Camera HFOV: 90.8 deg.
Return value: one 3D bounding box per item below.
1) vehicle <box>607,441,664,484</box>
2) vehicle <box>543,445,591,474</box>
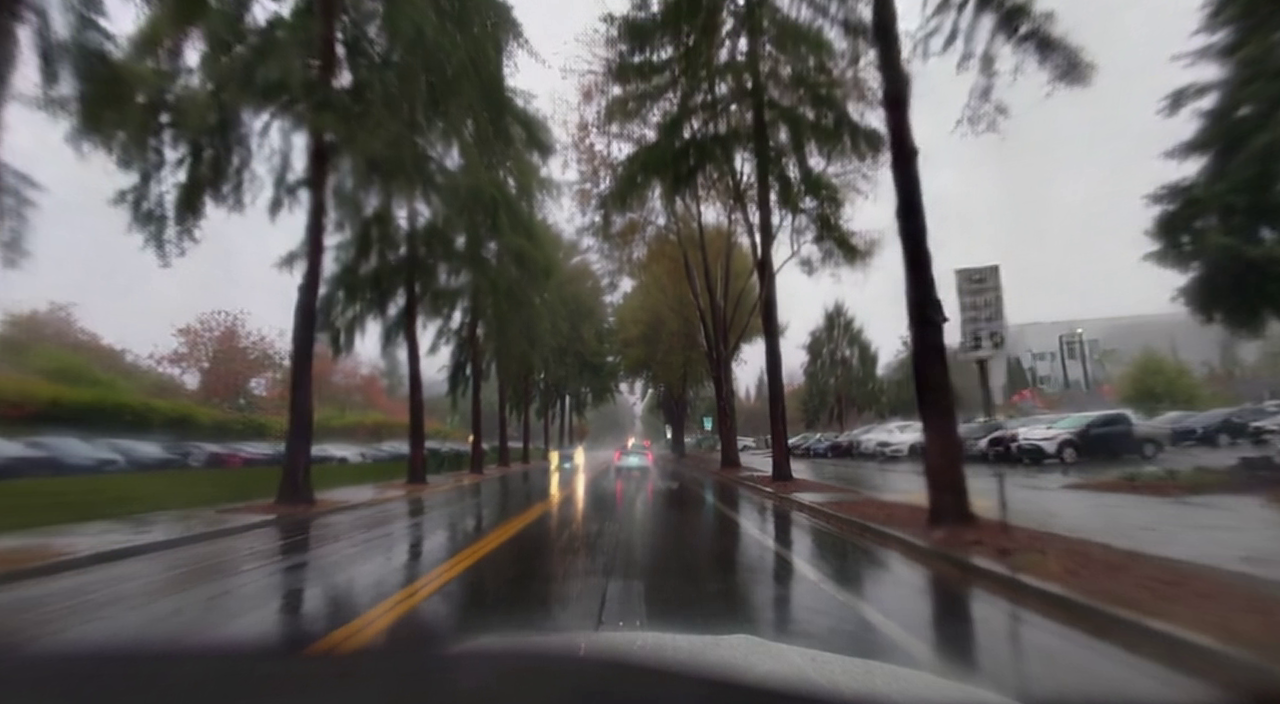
[{"bbox_3d":[-0.209,4.496,26.100,2.152,1.574,4.223,0,-8,-1],"label":"vehicle"},{"bbox_3d":[-3.901,5.835,34.649,2.028,1.464,4.602,-1,-8,1],"label":"vehicle"}]
